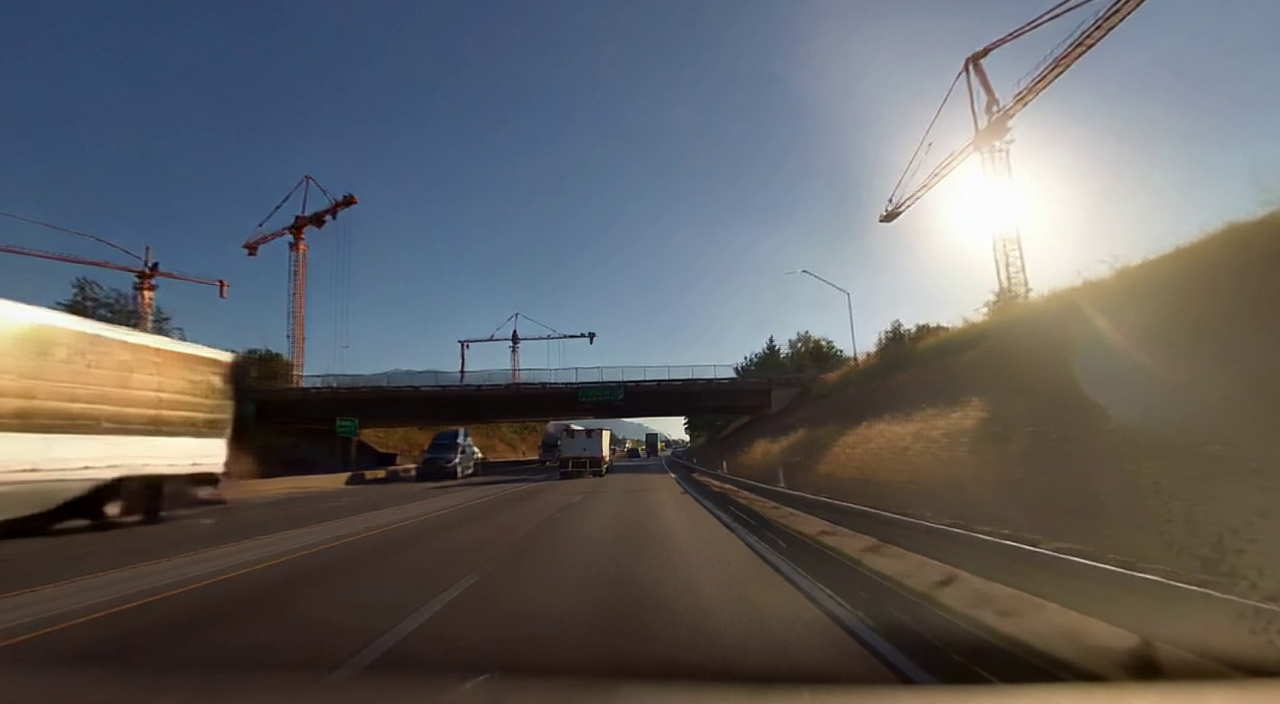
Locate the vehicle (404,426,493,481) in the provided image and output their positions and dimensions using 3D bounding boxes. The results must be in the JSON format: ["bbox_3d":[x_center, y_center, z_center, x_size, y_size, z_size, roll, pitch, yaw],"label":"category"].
[{"bbox_3d":[-9.900,5.353,33.242,2.762,2.579,6.099,0,-9,0],"label":"vehicle"}]

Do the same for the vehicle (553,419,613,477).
[{"bbox_3d":[-2.922,5.194,33.985,2.565,2.771,6.641,0,-9,0],"label":"vehicle"}]

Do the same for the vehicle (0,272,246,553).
[{"bbox_3d":[-10.170,0.896,9.040,2.813,3.815,9.248,0,-9,1],"label":"vehicle"}]
